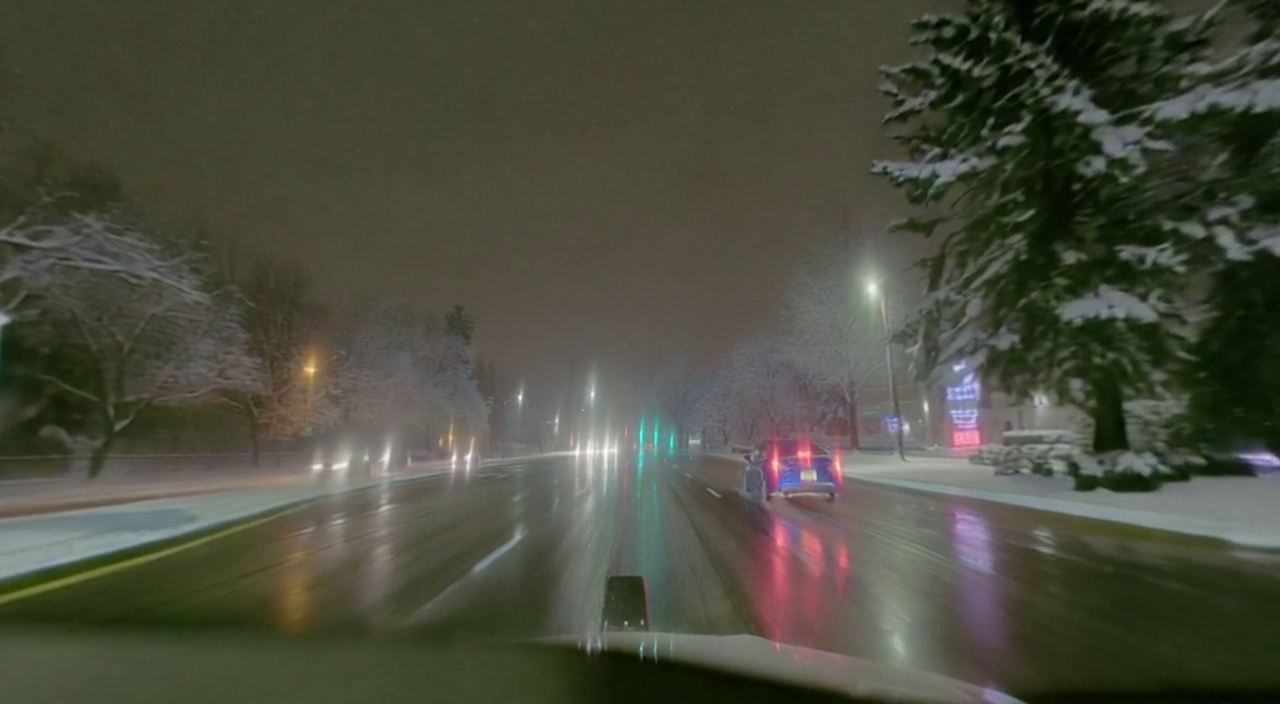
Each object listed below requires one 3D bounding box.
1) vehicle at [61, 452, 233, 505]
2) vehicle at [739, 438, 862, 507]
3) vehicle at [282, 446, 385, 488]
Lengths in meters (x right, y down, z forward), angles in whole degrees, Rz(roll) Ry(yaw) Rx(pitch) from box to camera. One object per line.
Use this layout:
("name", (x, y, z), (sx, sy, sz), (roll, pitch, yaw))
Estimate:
("vehicle", (-15.823, 4.052, 20.633), (1.917, 1.454, 4.577), (0, -8, 0))
("vehicle", (3.855, 2.969, 16.044), (1.977, 1.474, 4.399), (0, -8, 0))
("vehicle", (-12.300, 4.610, 25.673), (1.986, 1.514, 4.300), (0, -8, 1))
